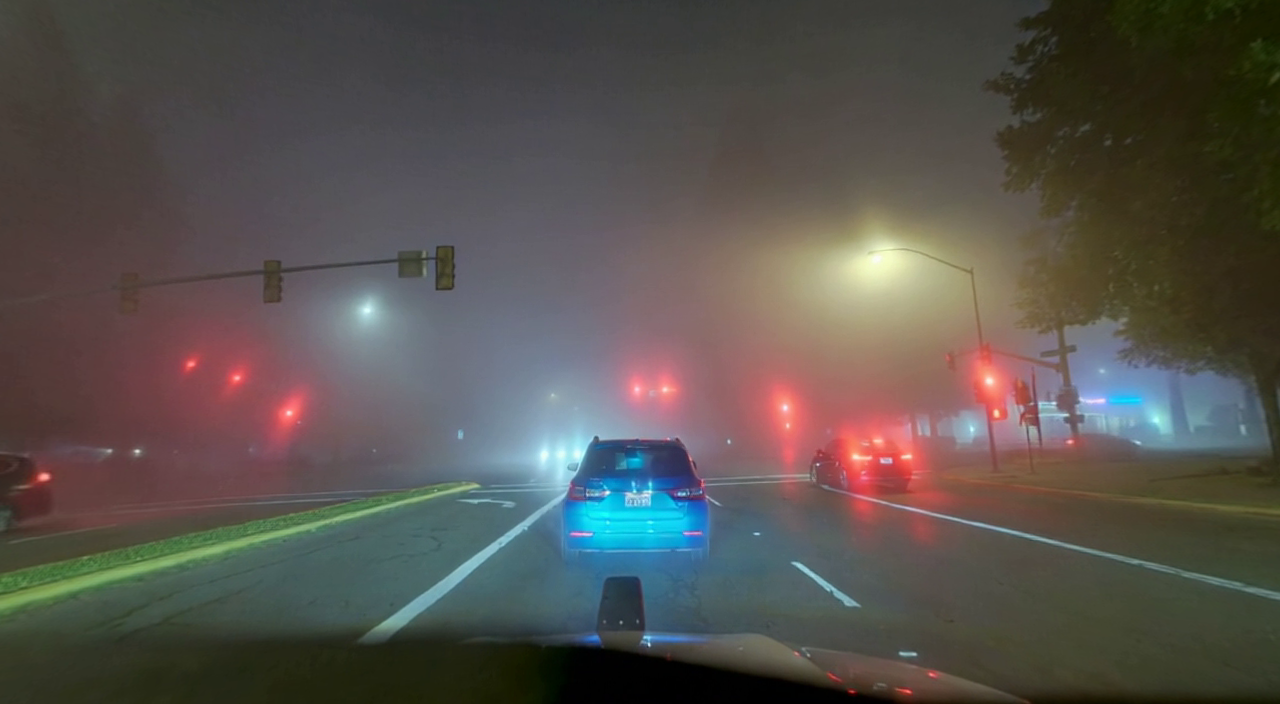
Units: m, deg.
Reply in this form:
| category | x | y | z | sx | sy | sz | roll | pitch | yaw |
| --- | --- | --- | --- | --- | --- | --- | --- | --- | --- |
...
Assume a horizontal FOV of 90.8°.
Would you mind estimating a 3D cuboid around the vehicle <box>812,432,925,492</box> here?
| category | x | y | z | sx | sy | sz | roll | pitch | yaw |
| --- | --- | --- | --- | --- | --- | --- | --- | --- | --- |
| vehicle | 7.054 | 3.440 | 20.068 | 2.039 | 1.692 | 4.319 | 0 | -8 | 1 |

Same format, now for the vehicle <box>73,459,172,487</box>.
| category | x | y | z | sx | sy | sz | roll | pitch | yaw |
| --- | --- | --- | --- | --- | --- | --- | --- | --- | --- |
| vehicle | -32.399 | 7.551 | 39.637 | 4.401 | 1.625 | 1.863 | 0 | -8 | -4 |

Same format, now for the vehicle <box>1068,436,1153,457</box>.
| category | x | y | z | sx | sy | sz | roll | pitch | yaw |
| --- | --- | --- | --- | --- | --- | --- | --- | --- | --- |
| vehicle | 33.087 | 6.637 | 44.445 | 4.563 | 1.454 | 2.056 | 1 | -9 | -8 |

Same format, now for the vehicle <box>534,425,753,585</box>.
| category | x | y | z | sx | sy | sz | roll | pitch | yaw |
| --- | --- | --- | --- | --- | --- | --- | --- | --- | --- |
| vehicle | -0.024 | 1.764 | 8.151 | 2.070 | 1.488 | 4.206 | 0 | -8 | -2 |
